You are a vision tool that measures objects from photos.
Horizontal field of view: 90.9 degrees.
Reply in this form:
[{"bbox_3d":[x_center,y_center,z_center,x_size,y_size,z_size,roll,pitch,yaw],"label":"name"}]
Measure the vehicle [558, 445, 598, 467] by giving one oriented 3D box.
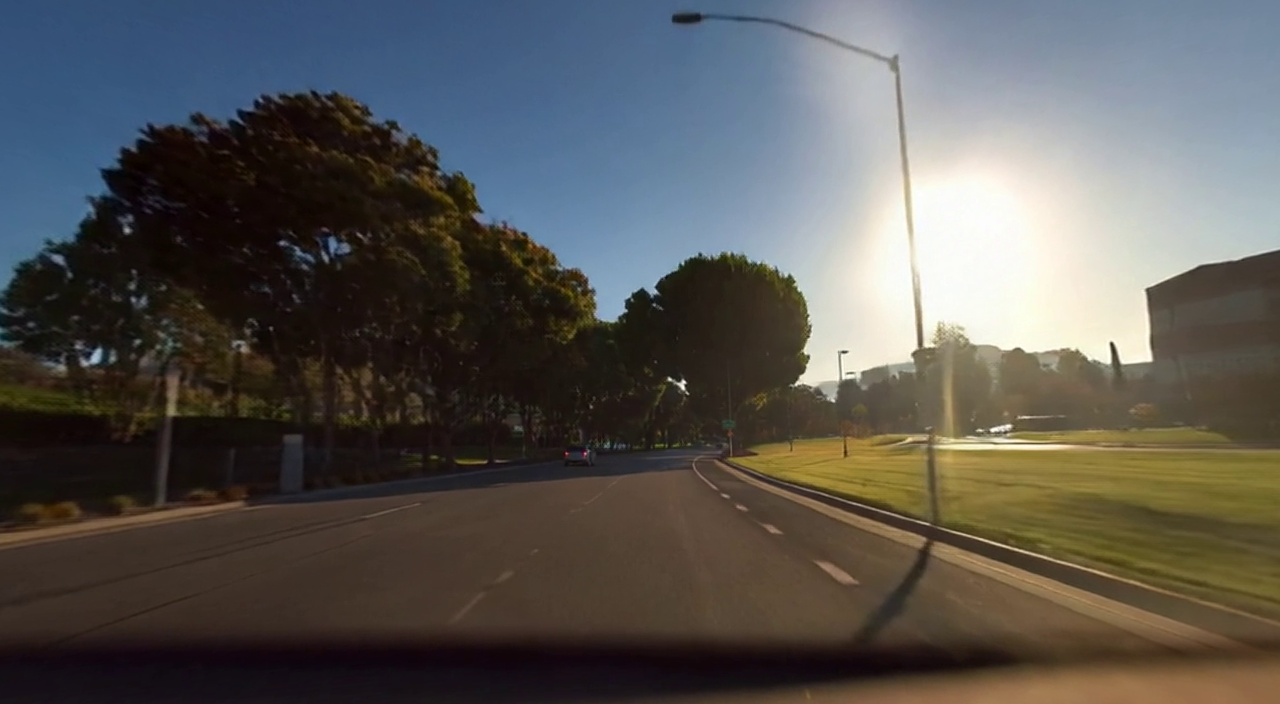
[{"bbox_3d":[-4.221,7.162,43.620,1.945,1.461,4.605,-1,-8,5],"label":"vehicle"}]
